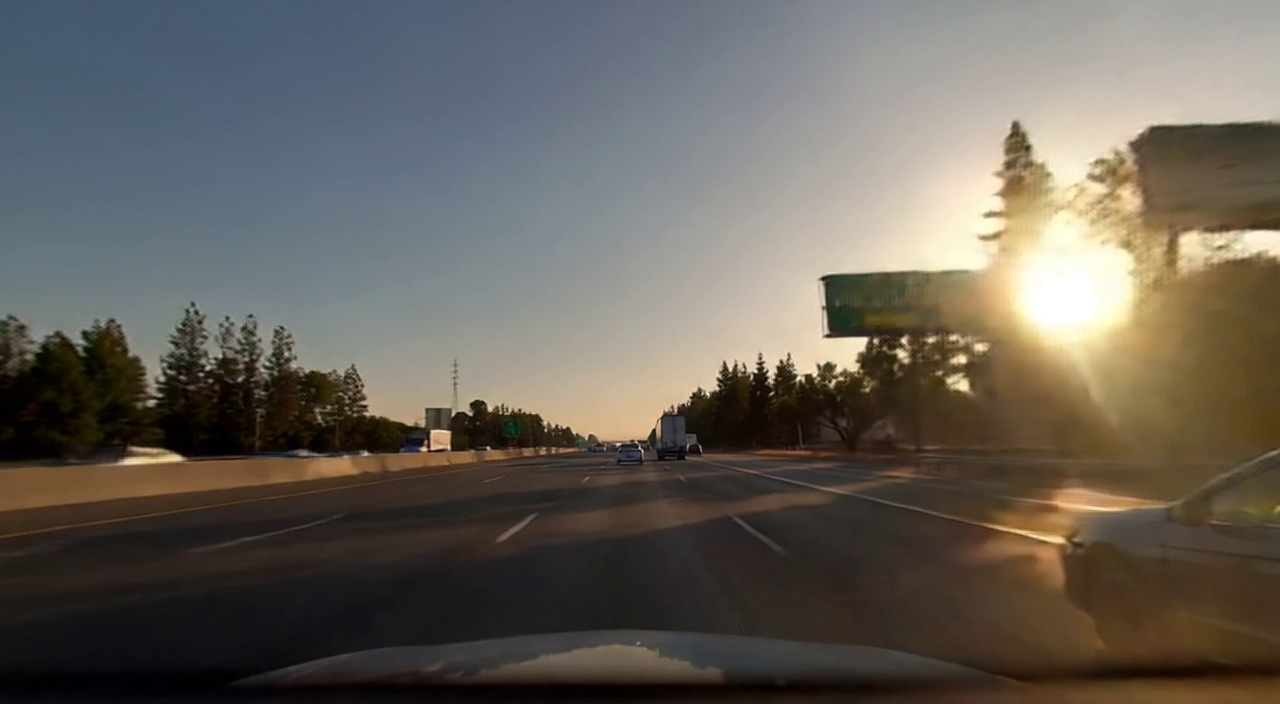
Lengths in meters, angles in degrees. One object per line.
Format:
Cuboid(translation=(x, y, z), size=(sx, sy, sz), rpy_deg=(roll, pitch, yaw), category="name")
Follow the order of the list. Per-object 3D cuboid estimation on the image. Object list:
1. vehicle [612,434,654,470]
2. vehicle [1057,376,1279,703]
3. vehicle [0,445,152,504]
Cuboid(translation=(-0.417, 5.758, 36.578), size=(2.297, 1.912, 4.355), rpy_deg=(0, -8, -1), category="vehicle")
Cuboid(translation=(3.528, 0.764, 1.597), size=(1.950, 1.596, 4.326), rpy_deg=(0, -8, 0), category="vehicle")
Cuboid(translation=(-18.450, 3.764, 20.028), size=(2.031, 1.618, 4.888), rpy_deg=(0, -8, 0), category="vehicle")
